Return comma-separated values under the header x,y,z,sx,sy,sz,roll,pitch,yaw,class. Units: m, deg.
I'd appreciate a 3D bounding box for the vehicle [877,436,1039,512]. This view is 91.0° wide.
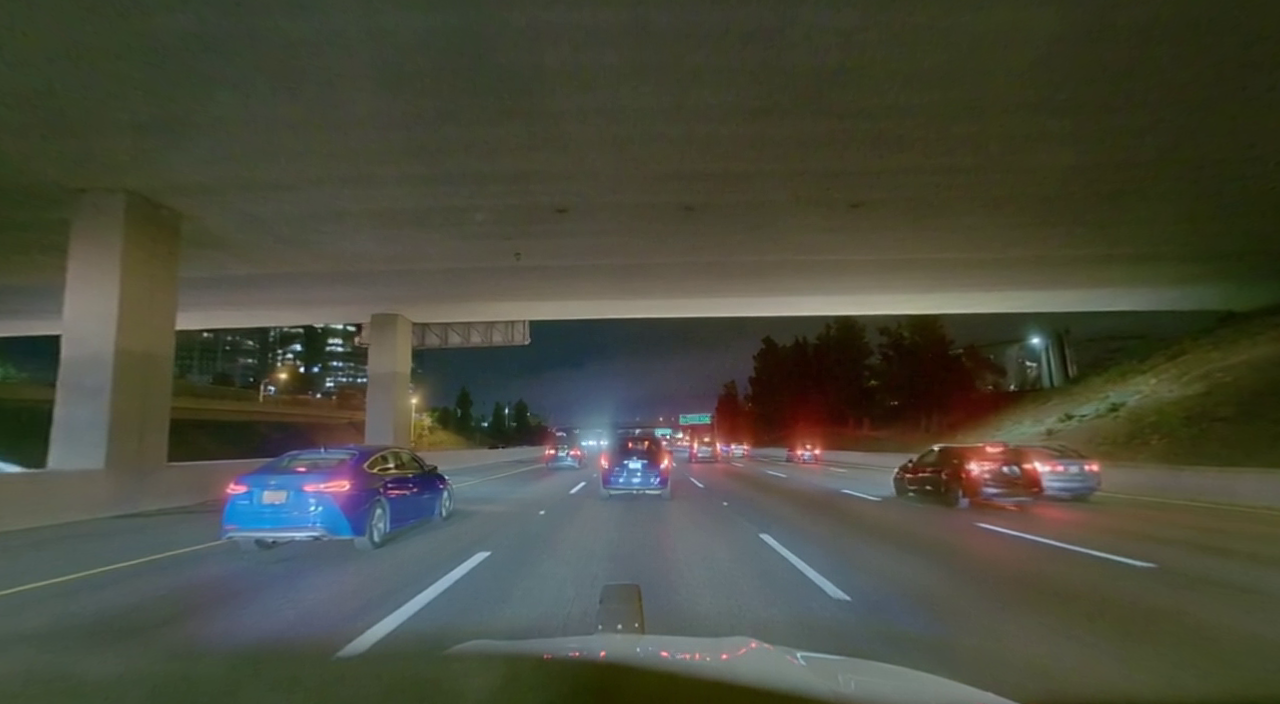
x,y,z,sx,sy,sz,roll,pitch,yaw,class
7.194,2.769,14.722,1.880,1.526,3.641,0,-9,0,vehicle

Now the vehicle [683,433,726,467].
x,y,z,sx,sy,sz,roll,pitch,yaw,class
3.793,5.855,37.809,2.069,1.876,4.447,0,-9,0,vehicle

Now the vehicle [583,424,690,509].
x,y,z,sx,sy,sz,roll,pitch,yaw,class
-0.060,2.651,14.924,2.181,1.697,4.021,0,-9,0,vehicle

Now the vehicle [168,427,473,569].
x,y,z,sx,sy,sz,roll,pitch,yaw,class
-4.009,1.895,8.980,1.974,1.478,4.412,0,-9,1,vehicle

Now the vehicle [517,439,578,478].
x,y,z,sx,sy,sz,roll,pitch,yaw,class
-3.902,4.574,27.341,1.947,1.516,4.295,0,-9,1,vehicle

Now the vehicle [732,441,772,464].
x,y,z,sx,sy,sz,roll,pitch,yaw,class
7.704,6.967,43.847,1.963,1.482,4.436,0,-9,0,vehicle

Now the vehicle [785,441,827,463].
x,y,z,sx,sy,sz,roll,pitch,yaw,class
11.805,7.141,45.027,1.868,1.468,4.168,0,-9,0,vehicle

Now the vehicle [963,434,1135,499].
x,y,z,sx,sy,sz,roll,pitch,yaw,class
11.478,3.226,18.139,1.992,1.625,4.359,0,-9,0,vehicle
